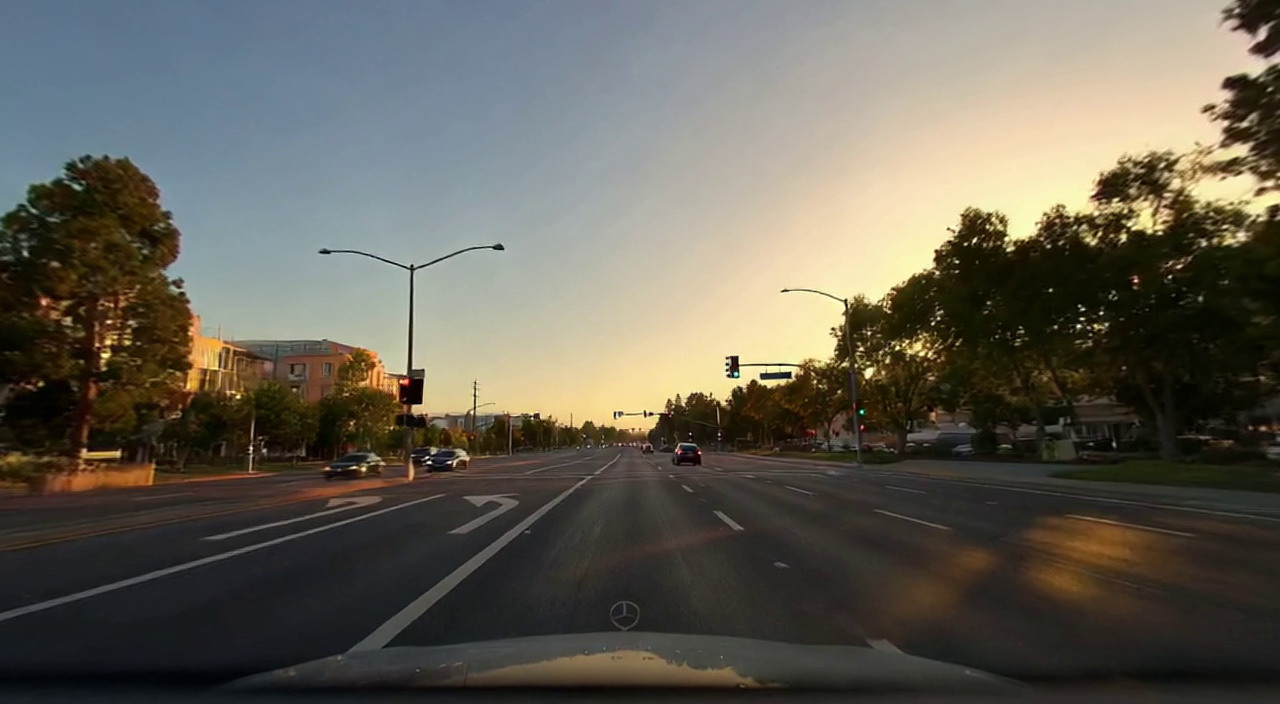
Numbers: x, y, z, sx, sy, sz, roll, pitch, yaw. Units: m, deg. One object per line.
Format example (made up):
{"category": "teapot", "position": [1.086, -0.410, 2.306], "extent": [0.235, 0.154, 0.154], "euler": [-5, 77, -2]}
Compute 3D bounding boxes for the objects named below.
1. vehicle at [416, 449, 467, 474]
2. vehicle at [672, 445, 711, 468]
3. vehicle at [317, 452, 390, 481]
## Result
{"category": "vehicle", "position": [-12.723, 7.012, 40.802], "extent": [1.870, 1.501, 4.364], "euler": [0, -9, 0]}
{"category": "vehicle", "position": [3.469, 7.156, 43.303], "extent": [2.187, 1.475, 4.529], "euler": [0, -9, -1]}
{"category": "vehicle", "position": [-15.776, 6.327, 35.109], "extent": [1.926, 1.445, 4.556], "euler": [0, -9, 0]}
